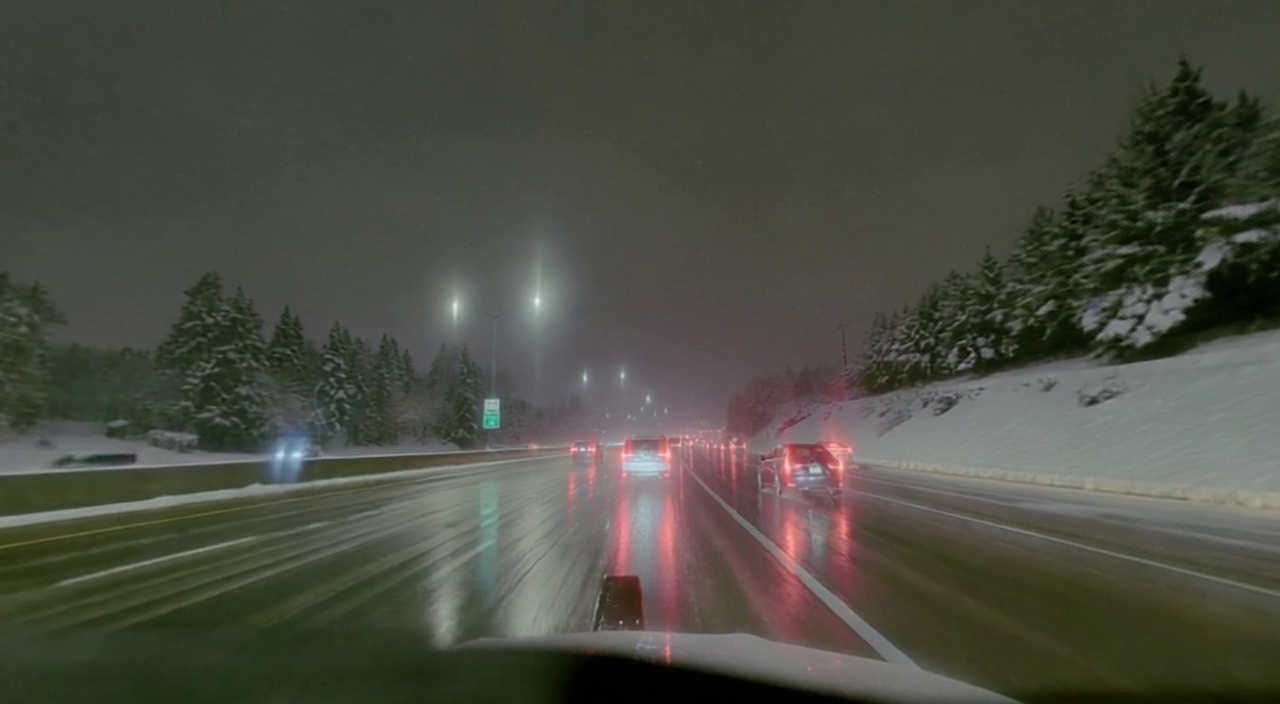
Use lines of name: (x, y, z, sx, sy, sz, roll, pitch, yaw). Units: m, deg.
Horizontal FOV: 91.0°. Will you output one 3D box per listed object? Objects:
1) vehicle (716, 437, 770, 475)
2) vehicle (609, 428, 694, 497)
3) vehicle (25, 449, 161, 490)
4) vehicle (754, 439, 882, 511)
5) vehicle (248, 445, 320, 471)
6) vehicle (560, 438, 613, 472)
vehicle: (4.996, 5.137, 31.168, 2.063, 1.710, 4.591, 0, -9, 3)
vehicle: (0.351, 3.143, 18.176, 2.181, 1.728, 3.970, 0, -9, 2)
vehicle: (-24.332, 5.199, 28.270, 1.918, 1.639, 4.454, 0, -9, 3)
vehicle: (4.249, 2.993, 15.842, 1.999, 1.514, 4.338, 0, -9, 1)
vehicle: (-26.630, 7.920, 47.353, 2.189, 1.783, 5.020, 0, -9, 4)
vehicle: (-2.751, 5.506, 33.785, 2.128, 1.627, 4.697, 0, -9, 4)
